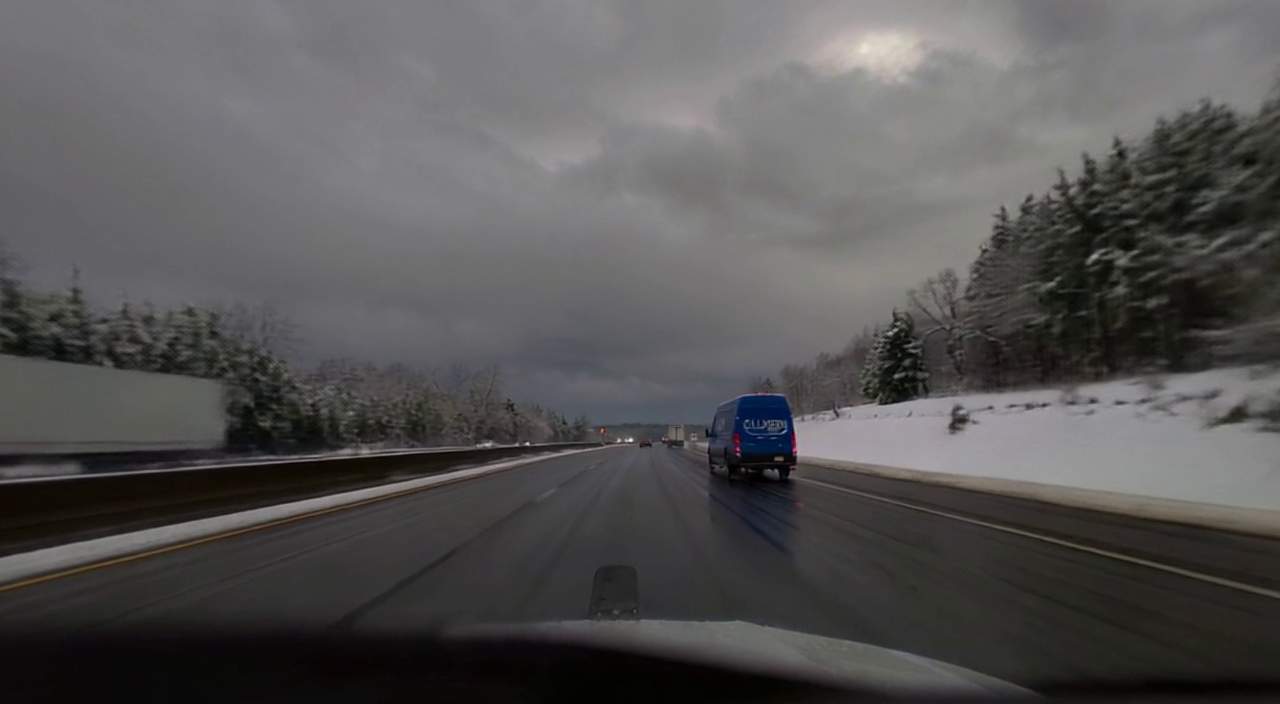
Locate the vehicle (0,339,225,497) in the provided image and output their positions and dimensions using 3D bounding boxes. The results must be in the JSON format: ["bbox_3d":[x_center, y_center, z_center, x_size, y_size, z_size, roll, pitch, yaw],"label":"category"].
[{"bbox_3d":[-18.301,1.995,18.229,2.910,4.115,14.247,0,-8,0],"label":"vehicle"}]

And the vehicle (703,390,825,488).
[{"bbox_3d":[3.564,2.698,19.548,2.485,2.562,5.535,0,-8,-2],"label":"vehicle"}]

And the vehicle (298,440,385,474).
[{"bbox_3d":[-14.143,4.956,30.141,1.884,1.469,4.674,0,-8,0],"label":"vehicle"}]
